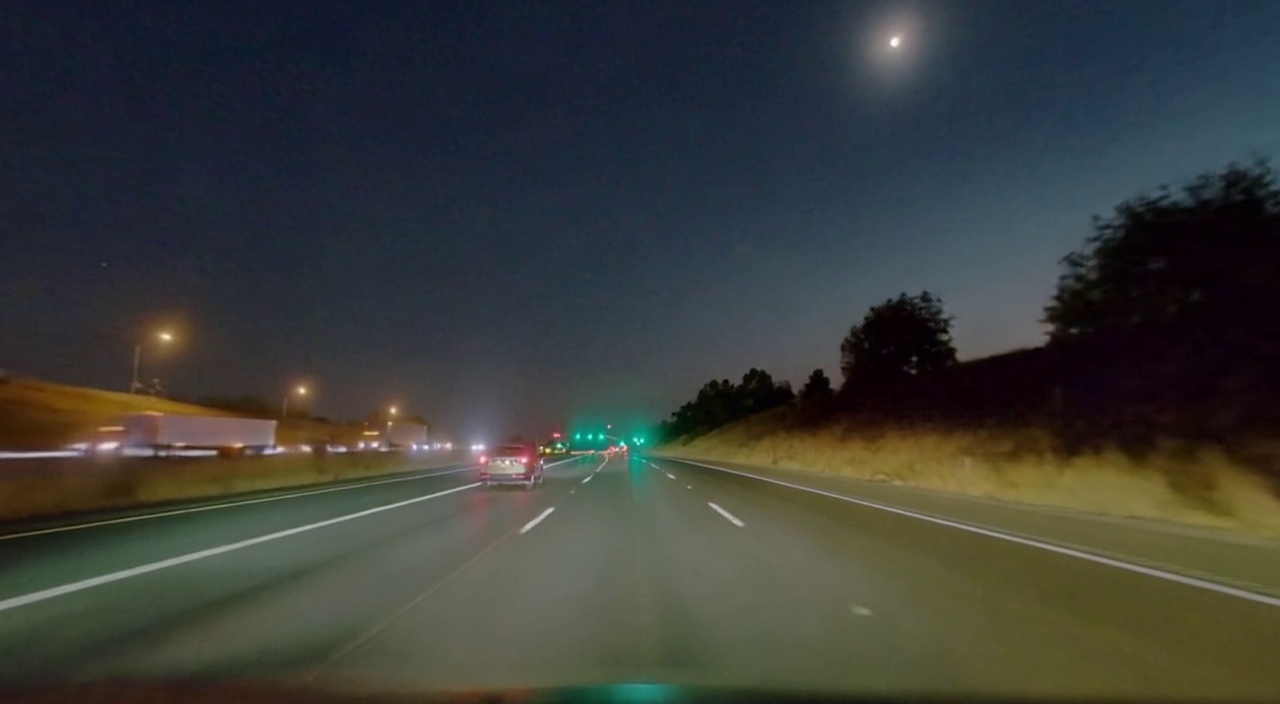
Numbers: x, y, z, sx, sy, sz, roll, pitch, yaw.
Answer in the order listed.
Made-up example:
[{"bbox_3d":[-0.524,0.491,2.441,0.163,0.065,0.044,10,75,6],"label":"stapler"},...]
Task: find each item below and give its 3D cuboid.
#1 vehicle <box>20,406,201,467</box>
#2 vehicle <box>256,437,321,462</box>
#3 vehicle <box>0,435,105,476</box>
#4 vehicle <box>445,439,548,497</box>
[{"bbox_3d":[-32.892,5.422,40.079,3.205,3.371,9.610,0,-9,-1],"label":"vehicle"},{"bbox_3d":[-25.481,7.106,45.998,2.068,1.700,4.741,0,-9,-1],"label":"vehicle"},{"bbox_3d":[-24.819,4.207,25.844,1.840,1.483,4.590,0,-9,-1],"label":"vehicle"},{"bbox_3d":[-4.145,3.429,19.130,2.073,1.516,4.478,0,-9,0],"label":"vehicle"}]
